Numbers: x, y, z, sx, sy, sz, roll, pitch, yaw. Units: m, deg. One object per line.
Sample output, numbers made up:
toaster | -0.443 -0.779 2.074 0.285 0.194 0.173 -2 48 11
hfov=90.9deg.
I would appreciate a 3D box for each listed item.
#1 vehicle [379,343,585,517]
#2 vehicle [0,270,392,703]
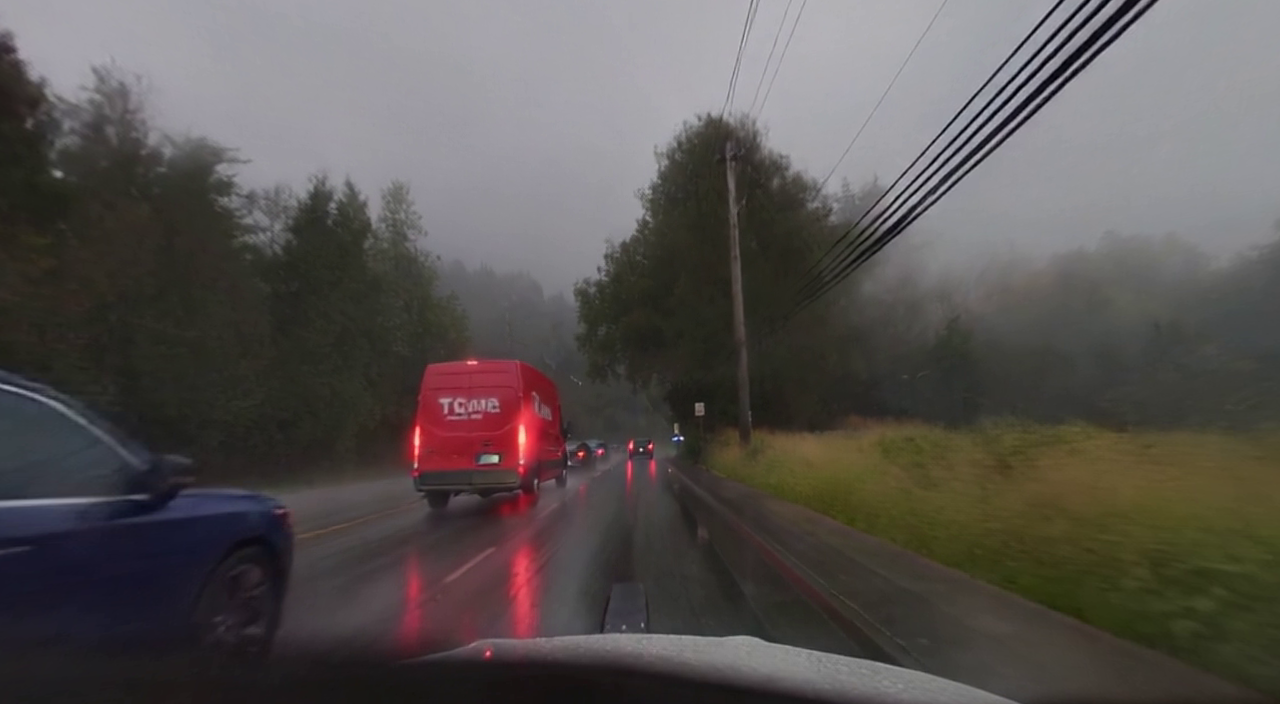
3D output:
vehicle | -3.283 2.064 16.155 2.818 3.181 9.114 0 -8 0
vehicle | -2.907 0.658 1.605 2.187 1.821 5.501 0 -8 1
